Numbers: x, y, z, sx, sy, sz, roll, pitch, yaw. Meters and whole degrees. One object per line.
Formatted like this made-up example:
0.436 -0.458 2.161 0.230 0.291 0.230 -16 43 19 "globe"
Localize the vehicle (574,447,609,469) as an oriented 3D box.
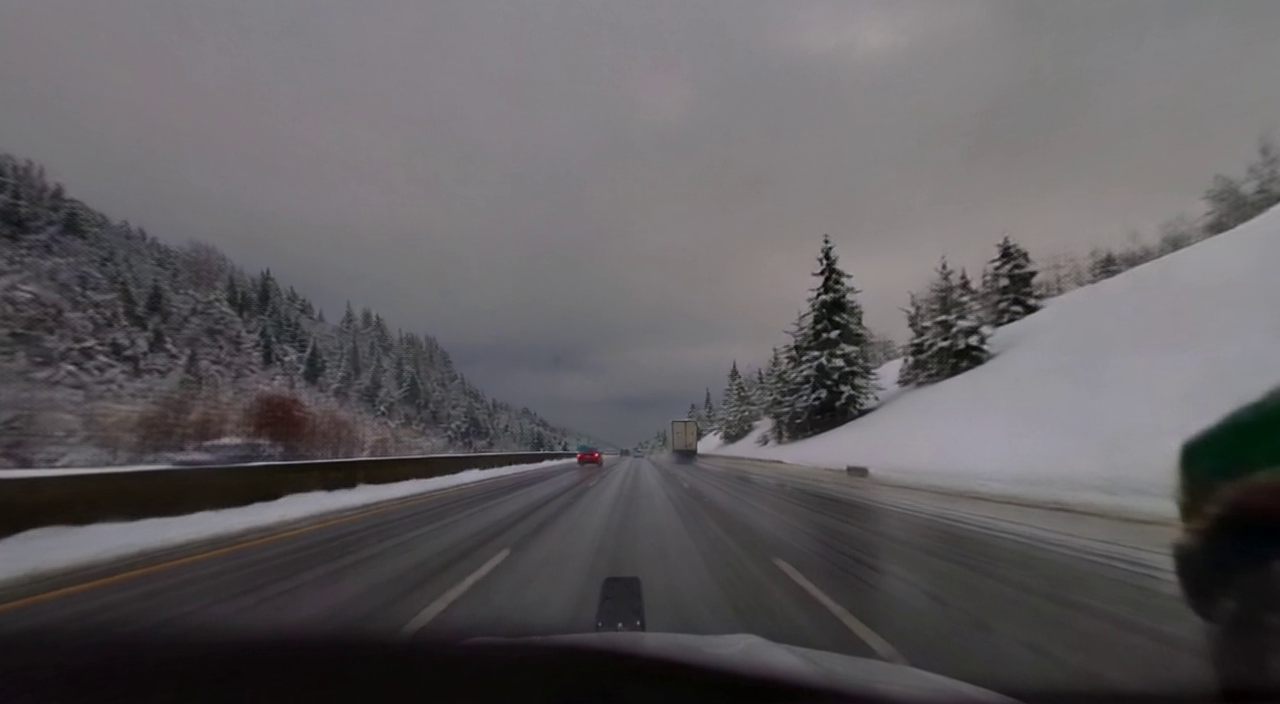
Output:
-3.489 7.787 46.559 2.060 1.475 5.314 0 -9 1 "vehicle"
